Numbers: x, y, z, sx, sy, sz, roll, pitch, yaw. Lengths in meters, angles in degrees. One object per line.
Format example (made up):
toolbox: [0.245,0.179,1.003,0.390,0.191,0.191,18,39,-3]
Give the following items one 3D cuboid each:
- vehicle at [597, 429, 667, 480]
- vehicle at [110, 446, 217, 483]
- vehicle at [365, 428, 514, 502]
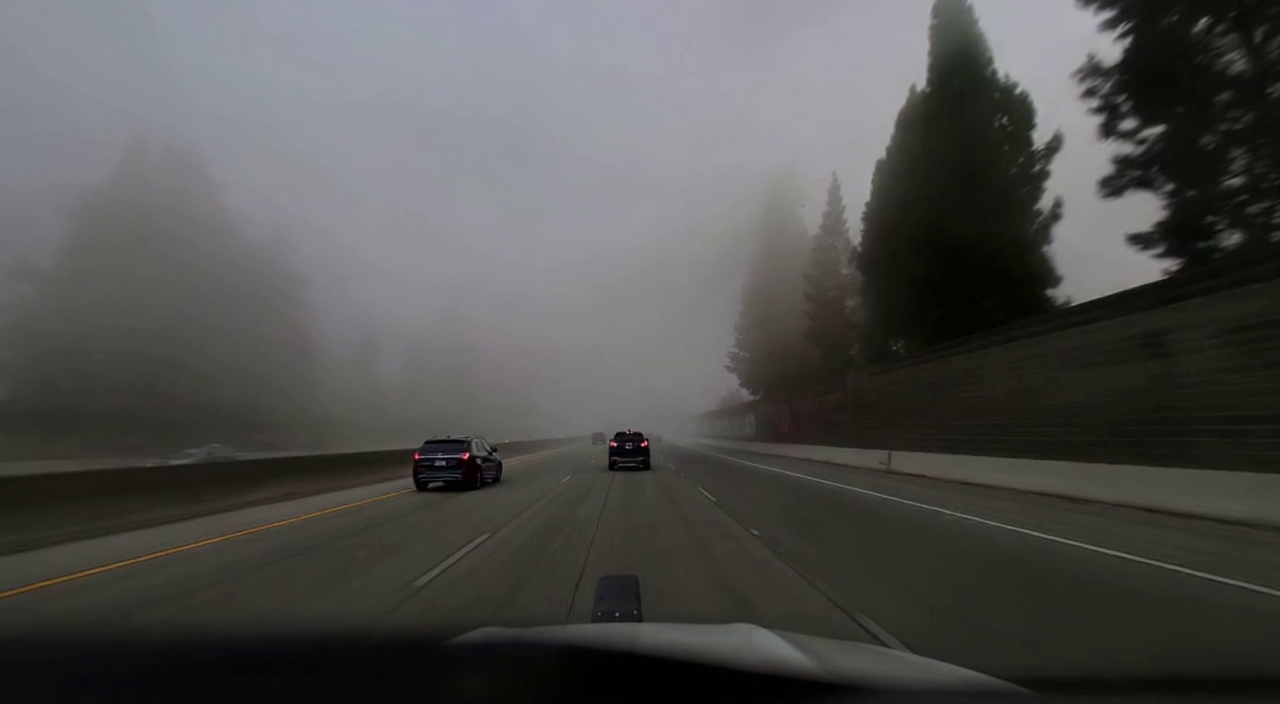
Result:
vehicle: [-0.287,3.232,20.238,2.044,1.477,3.693,0,-8,-2]
vehicle: [-20.771,4.895,27.659,1.852,1.443,3.678,0,-8,-1]
vehicle: [-4.418,2.534,14.726,2.022,1.440,4.491,0,-8,0]
